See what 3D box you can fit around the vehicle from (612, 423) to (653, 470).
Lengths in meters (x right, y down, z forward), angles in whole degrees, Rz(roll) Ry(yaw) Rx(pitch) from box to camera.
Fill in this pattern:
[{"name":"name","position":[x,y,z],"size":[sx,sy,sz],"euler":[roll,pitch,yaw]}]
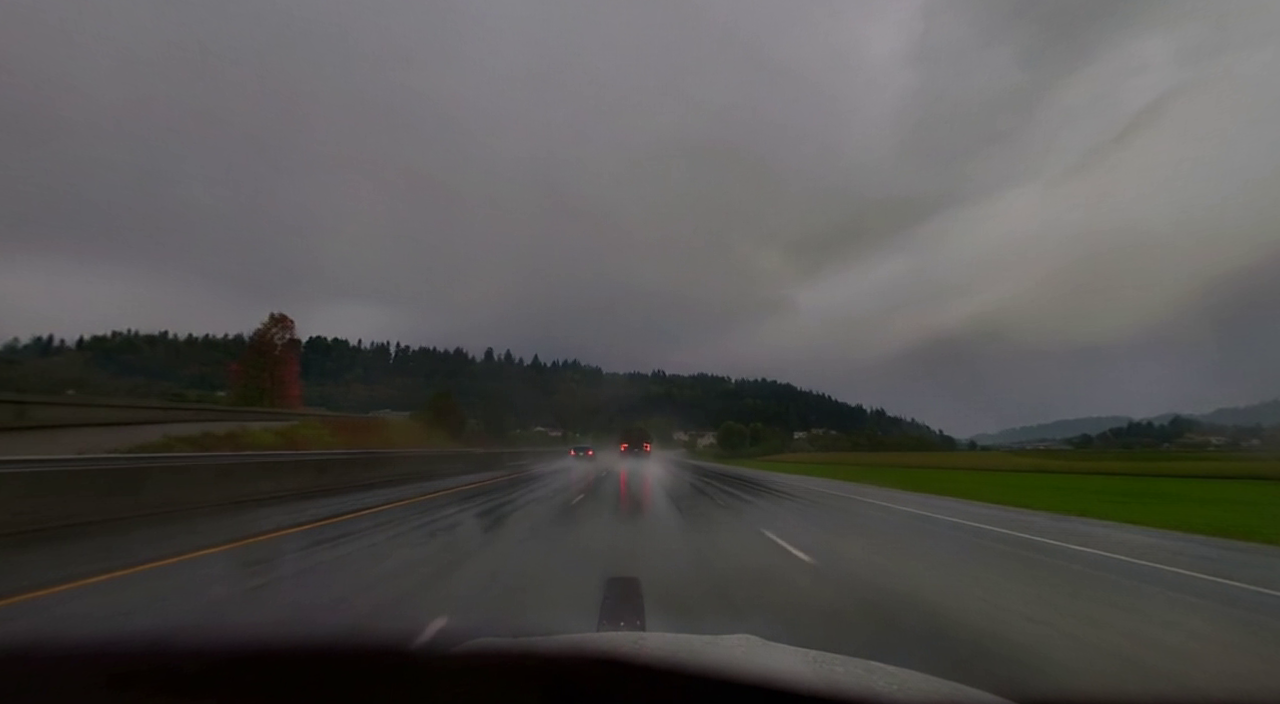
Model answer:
[{"name":"vehicle","position":[-0.552,6.722,45.021],"size":[2.672,3.056,6.900],"euler":[0,-9,-1]}]
